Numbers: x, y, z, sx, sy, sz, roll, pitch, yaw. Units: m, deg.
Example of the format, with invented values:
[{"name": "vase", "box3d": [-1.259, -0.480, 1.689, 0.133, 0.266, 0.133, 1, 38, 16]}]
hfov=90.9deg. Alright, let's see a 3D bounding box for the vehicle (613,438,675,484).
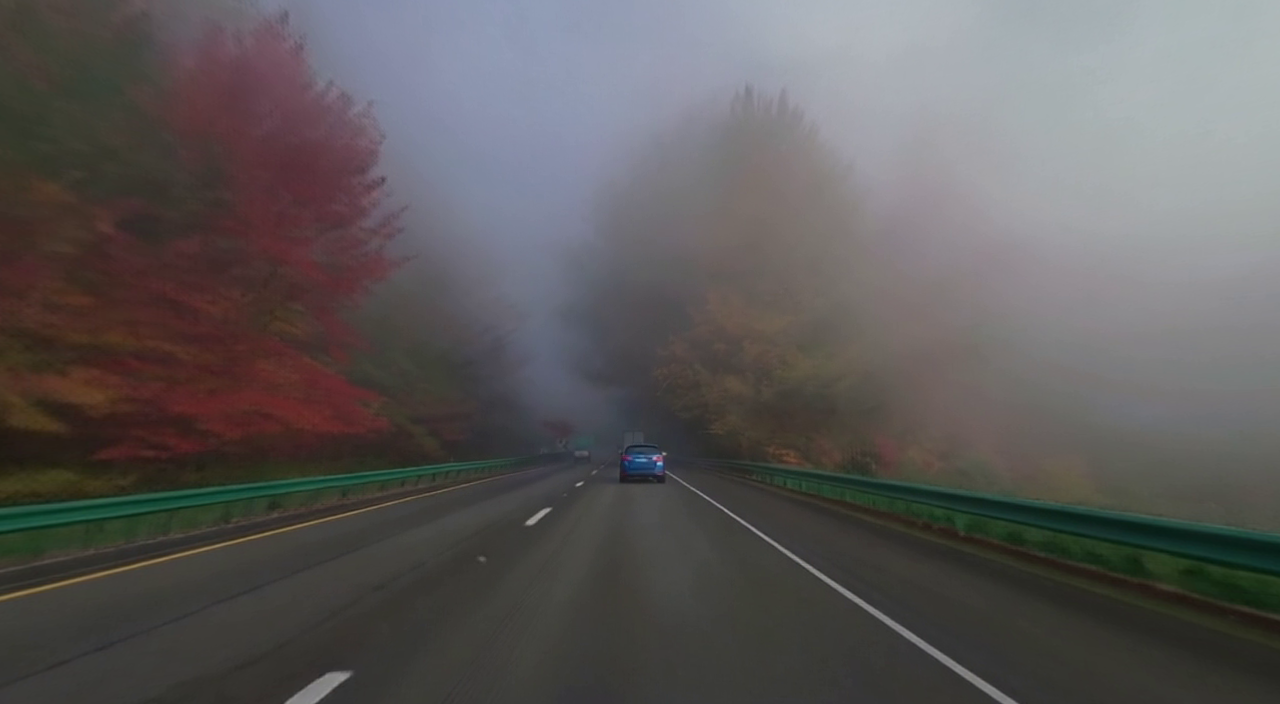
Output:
[{"name": "vehicle", "box3d": [0.081, 3.950, 23.132, 2.057, 1.516, 4.065, 1, -8, -1]}]
